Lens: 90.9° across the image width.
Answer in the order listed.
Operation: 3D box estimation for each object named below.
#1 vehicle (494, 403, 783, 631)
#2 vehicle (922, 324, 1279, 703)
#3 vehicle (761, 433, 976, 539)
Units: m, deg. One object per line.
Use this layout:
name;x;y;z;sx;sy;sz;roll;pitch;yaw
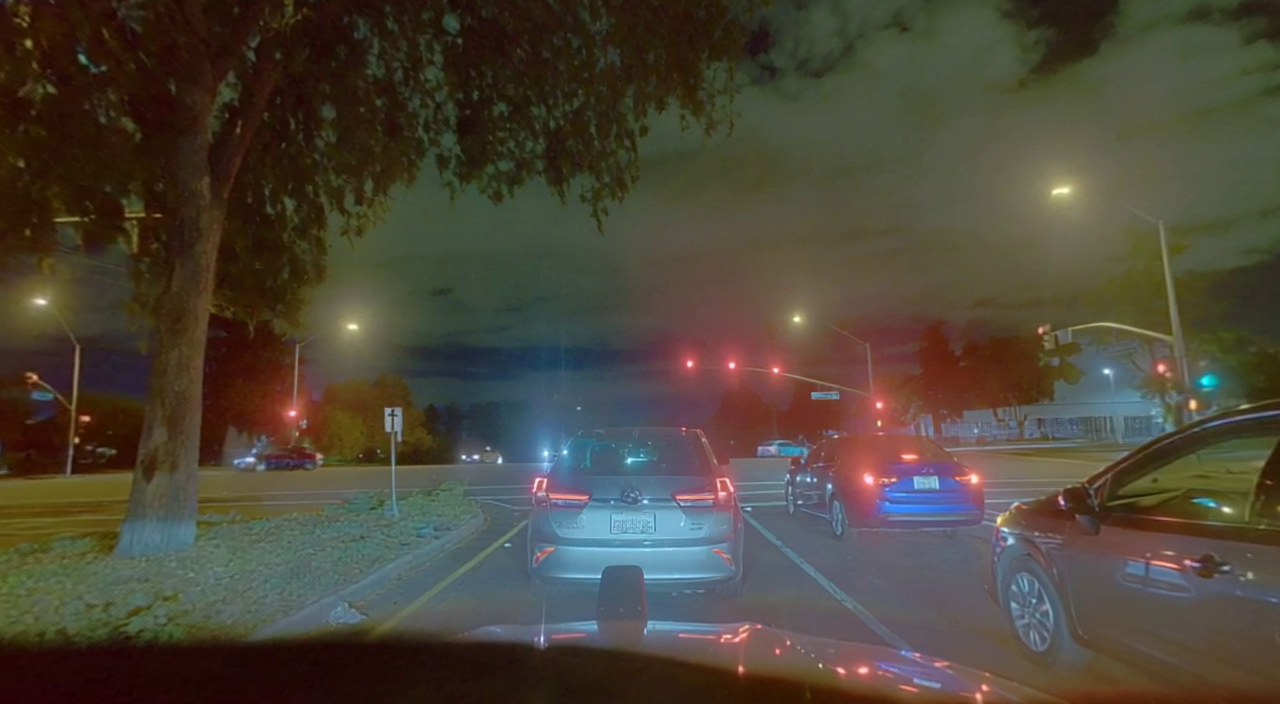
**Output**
vehicle;-0.027;1.479;6.521;2.074;1.631;3.793;0;-9;-1
vehicle;3.720;0.935;3.449;2.162;1.829;4.519;0;-9;-1
vehicle;3.687;2.261;11.314;2.054;1.482;4.654;0;-9;-1
